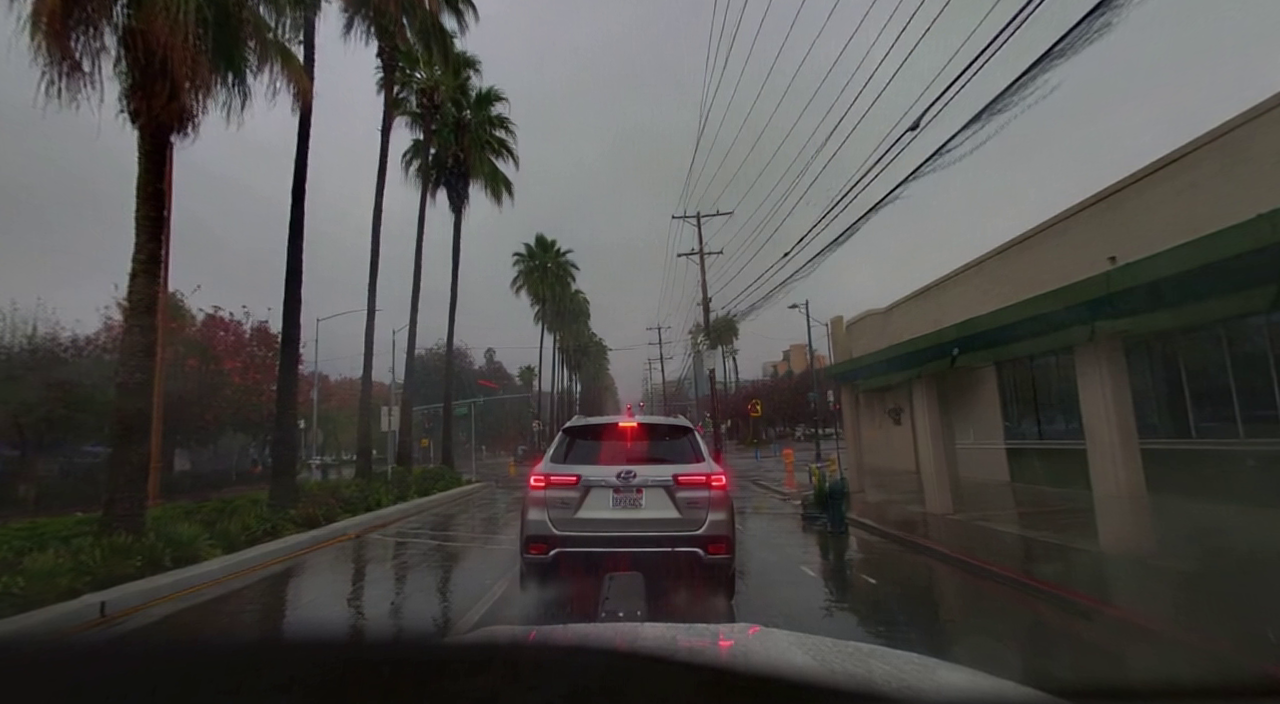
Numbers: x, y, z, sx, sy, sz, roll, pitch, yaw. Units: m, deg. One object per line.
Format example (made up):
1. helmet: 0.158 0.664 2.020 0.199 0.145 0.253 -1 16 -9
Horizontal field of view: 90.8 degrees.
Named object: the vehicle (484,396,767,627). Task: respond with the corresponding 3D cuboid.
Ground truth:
1. vehicle: -0.191 1.457 6.675 2.105 1.702 3.750 0 -8 -3
